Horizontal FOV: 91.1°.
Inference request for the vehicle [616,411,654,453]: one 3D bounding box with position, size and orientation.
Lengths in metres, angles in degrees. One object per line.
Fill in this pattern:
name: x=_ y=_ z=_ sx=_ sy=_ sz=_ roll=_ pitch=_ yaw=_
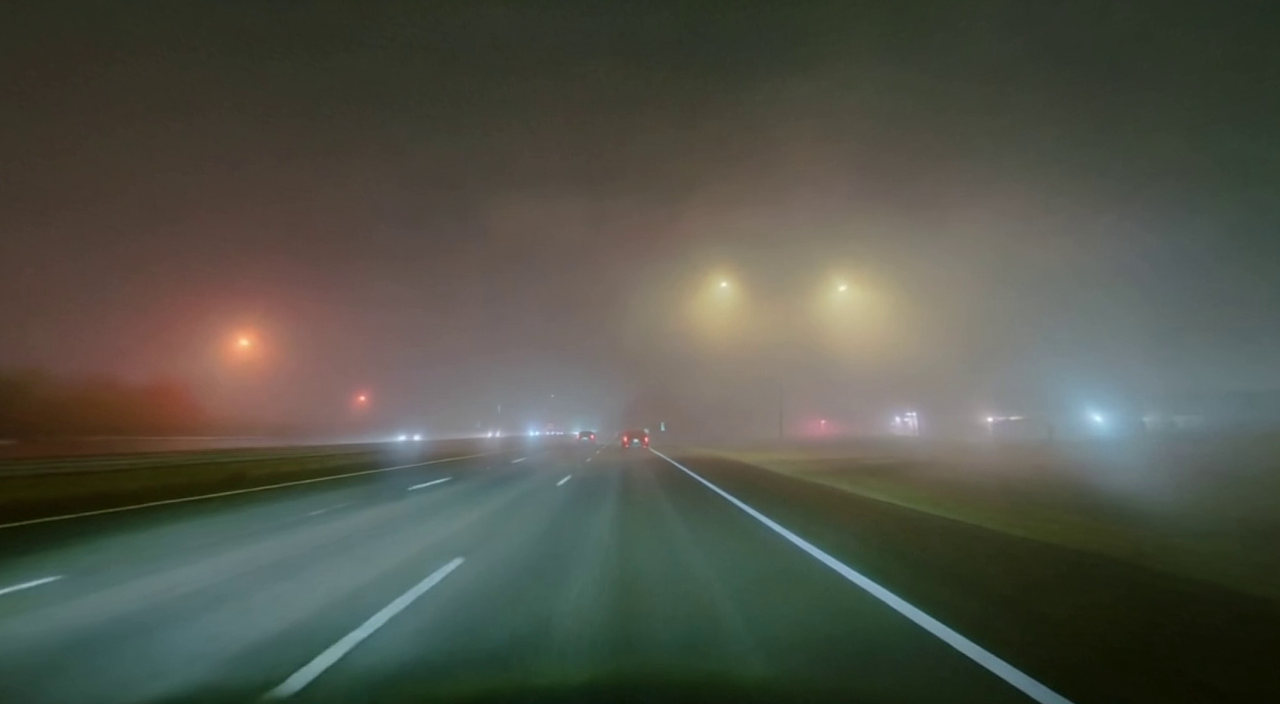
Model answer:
vehicle: x=-0.445 y=5.577 z=43.703 sx=2.418 sy=2.704 sz=6.445 roll=0 pitch=-8 yaw=-3
